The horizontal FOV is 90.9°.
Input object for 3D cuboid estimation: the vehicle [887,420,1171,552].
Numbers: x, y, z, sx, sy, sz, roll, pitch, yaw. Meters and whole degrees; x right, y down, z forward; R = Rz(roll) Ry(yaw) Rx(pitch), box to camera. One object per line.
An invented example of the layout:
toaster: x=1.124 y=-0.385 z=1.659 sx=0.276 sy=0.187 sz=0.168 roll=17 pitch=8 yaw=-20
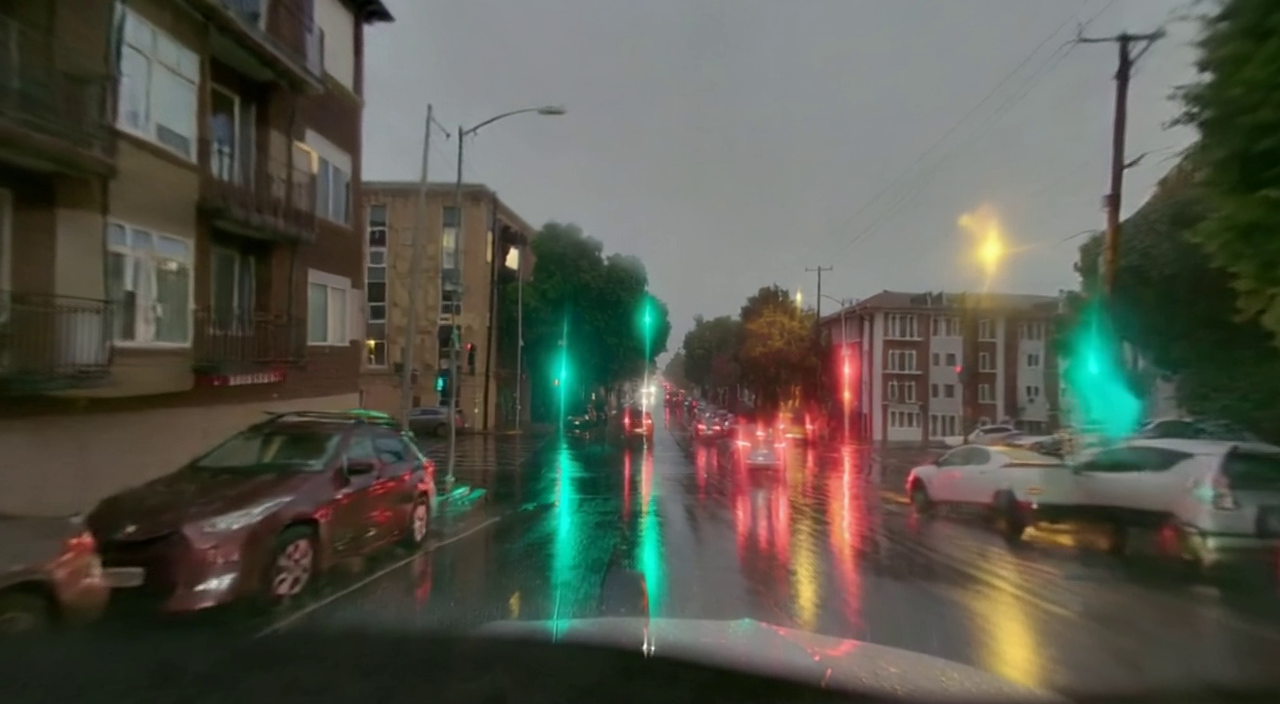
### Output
vehicle: x=6.111 y=2.137 z=10.772 sx=1.999 sy=1.752 sz=4.502 roll=0 pitch=-9 yaw=1

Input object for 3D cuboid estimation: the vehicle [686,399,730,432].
vehicle: x=3.834 y=3.724 z=36.355 sx=2.093 sy=1.655 sz=4.327 roll=0 pitch=-9 yaw=1

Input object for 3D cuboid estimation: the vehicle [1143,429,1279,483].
vehicle: x=19.155 y=3.326 z=20.268 sx=4.132 sy=1.618 sz=1.978 roll=0 pitch=-9 yaw=2

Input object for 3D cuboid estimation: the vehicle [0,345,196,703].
vehicle: x=-3.509 y=0.657 z=1.335 sx=1.922 sy=1.704 sz=4.398 roll=0 pitch=-9 yaw=-1

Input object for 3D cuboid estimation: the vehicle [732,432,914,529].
vehicle: x=3.121 y=2.310 z=11.955 sx=2.055 sy=1.450 sz=4.676 roll=0 pitch=-9 yaw=0

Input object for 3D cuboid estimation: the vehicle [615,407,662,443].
vehicle: x=-0.036 y=3.217 z=27.963 sx=1.923 sy=1.460 sz=3.923 roll=0 pitch=-6 yaw=1

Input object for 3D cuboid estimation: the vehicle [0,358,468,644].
vehicle: x=-3.539 y=1.325 z=6.600 sx=2.016 sy=1.885 sz=4.723 roll=0 pitch=-9 yaw=1

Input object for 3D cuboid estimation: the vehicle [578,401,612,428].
vehicle: x=-2.733 y=3.938 z=39.200 sx=1.878 sy=1.521 sz=3.697 roll=0 pitch=-9 yaw=-1
